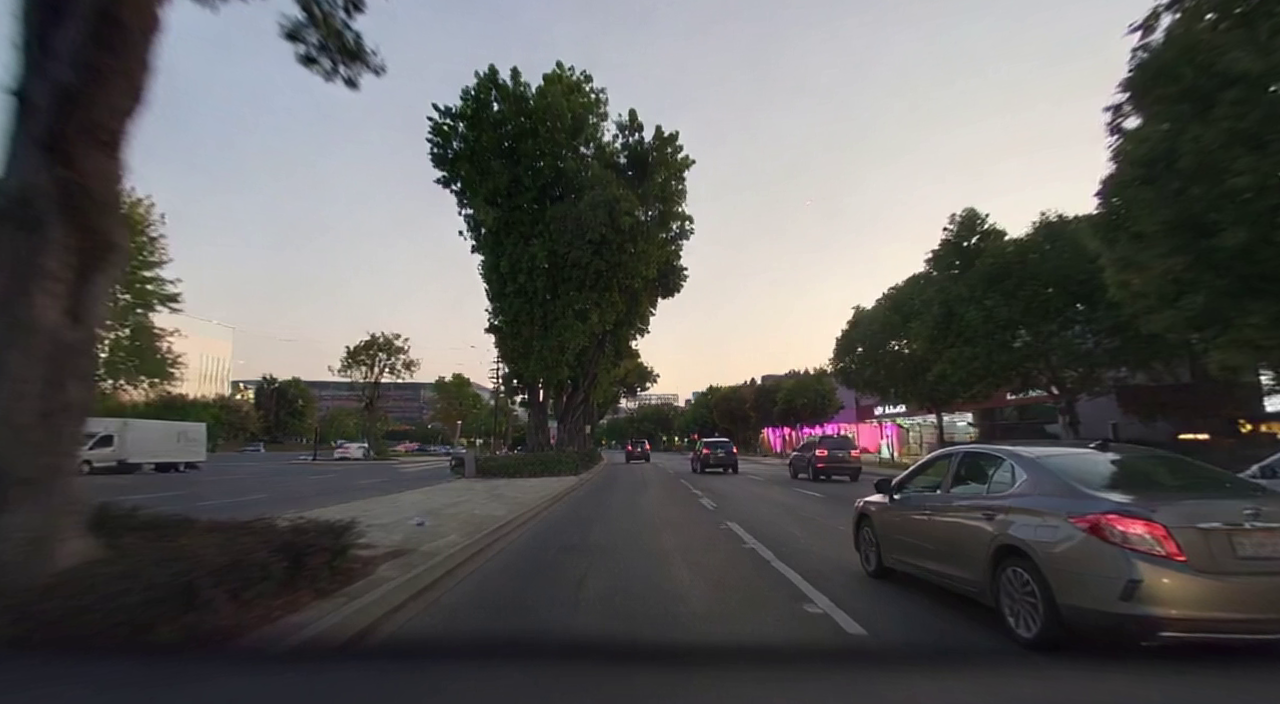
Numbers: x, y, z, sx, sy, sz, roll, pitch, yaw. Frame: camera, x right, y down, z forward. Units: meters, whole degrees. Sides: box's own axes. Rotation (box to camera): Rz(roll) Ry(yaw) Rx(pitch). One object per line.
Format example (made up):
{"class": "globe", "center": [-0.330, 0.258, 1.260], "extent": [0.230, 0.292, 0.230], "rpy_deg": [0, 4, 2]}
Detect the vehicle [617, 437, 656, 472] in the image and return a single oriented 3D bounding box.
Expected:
{"class": "vehicle", "center": [-0.239, 5.778, 35.674], "extent": [2.051, 1.798, 4.168], "rpy_deg": [0, -8, -1]}

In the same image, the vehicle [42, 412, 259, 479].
{"class": "vehicle", "center": [-25.783, 5.010, 33.673], "extent": [8.344, 3.233, 3.218], "rpy_deg": [2, -8, -10]}

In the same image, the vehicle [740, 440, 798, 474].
{"class": "vehicle", "center": [6.618, 5.435, 32.787], "extent": [1.954, 1.606, 4.423], "rpy_deg": [0, -8, -2]}

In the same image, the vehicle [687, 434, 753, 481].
{"class": "vehicle", "center": [3.208, 4.319, 26.082], "extent": [2.000, 1.745, 4.206], "rpy_deg": [0, -8, -2]}

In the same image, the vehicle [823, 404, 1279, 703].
{"class": "vehicle", "center": [2.946, 1.237, 4.517], "extent": [1.883, 1.452, 4.258], "rpy_deg": [0, -8, -1]}
